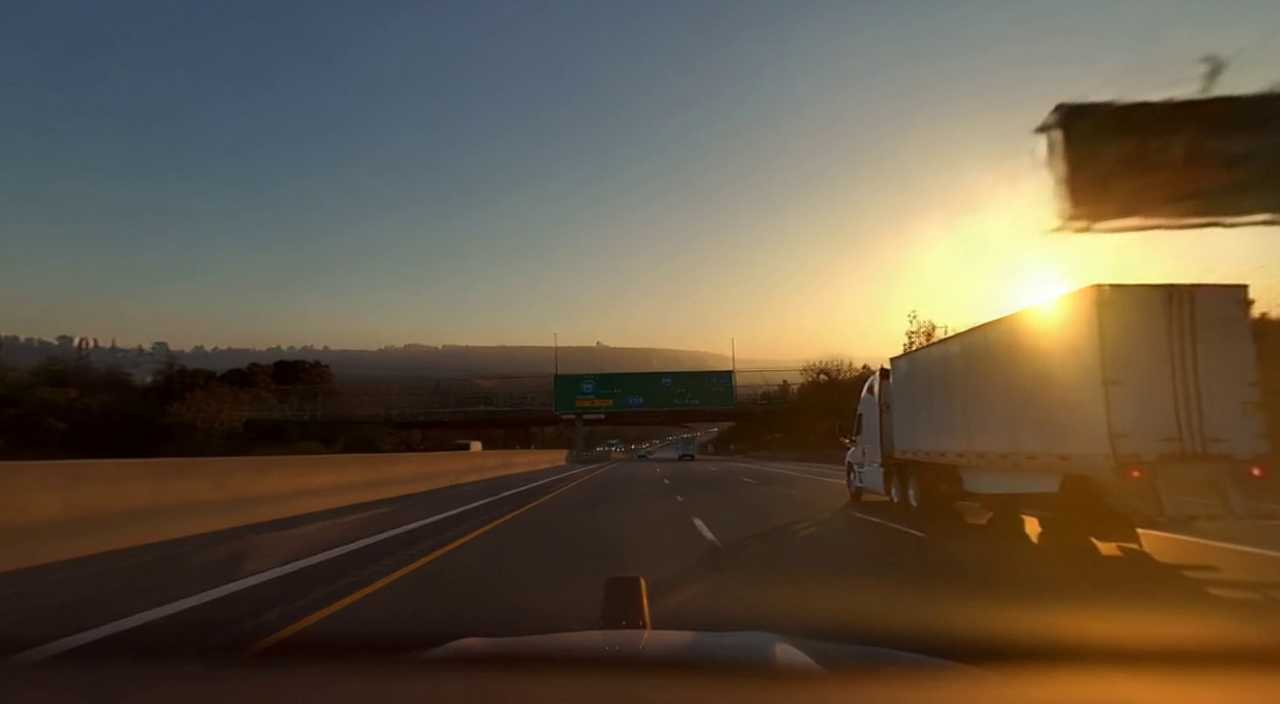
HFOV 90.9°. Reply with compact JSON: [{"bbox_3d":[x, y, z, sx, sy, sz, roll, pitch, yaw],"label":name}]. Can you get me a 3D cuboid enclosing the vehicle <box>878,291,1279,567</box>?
[{"bbox_3d":[7.041,1.425,11.073,2.690,3.197,7.515,1,-9,0],"label":"vehicle"}]
